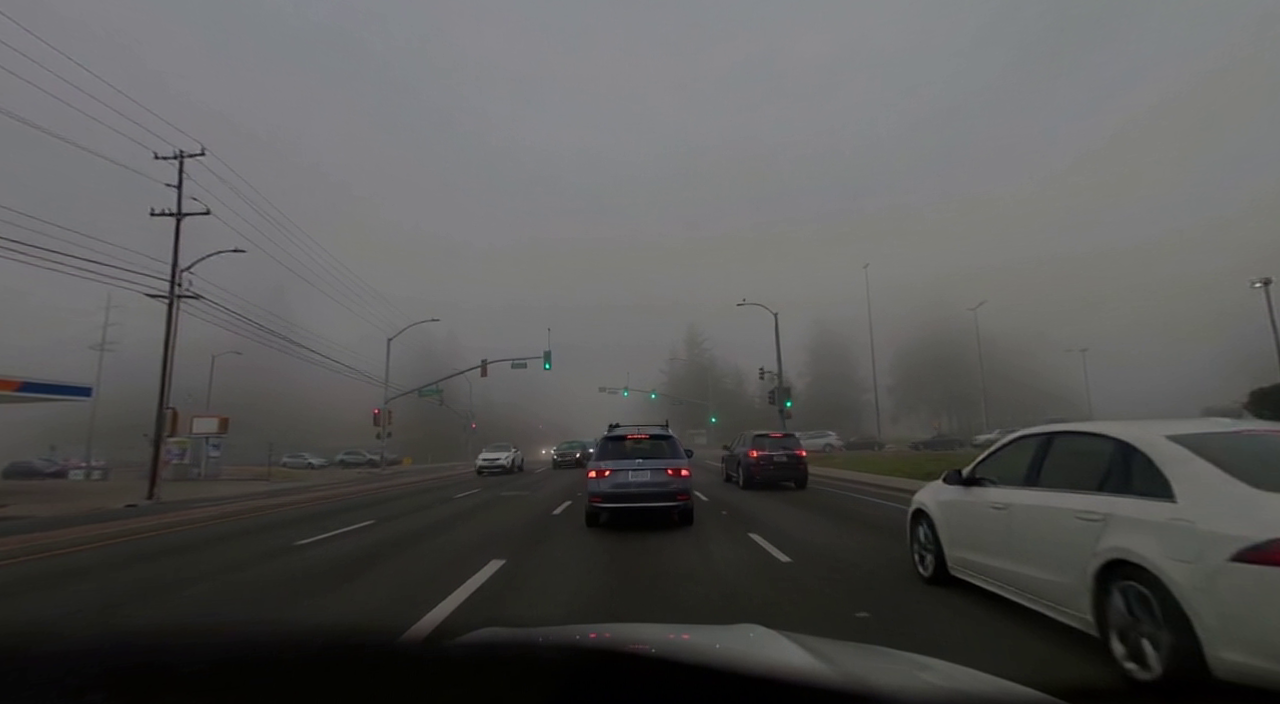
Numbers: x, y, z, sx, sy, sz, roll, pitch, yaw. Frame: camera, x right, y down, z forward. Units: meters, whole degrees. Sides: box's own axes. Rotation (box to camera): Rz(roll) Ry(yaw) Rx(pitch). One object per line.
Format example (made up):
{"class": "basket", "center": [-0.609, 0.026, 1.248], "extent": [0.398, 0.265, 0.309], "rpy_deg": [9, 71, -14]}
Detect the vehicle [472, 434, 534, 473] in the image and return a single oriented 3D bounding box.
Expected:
{"class": "vehicle", "center": [-6.400, 4.802, 30.124], "extent": [1.994, 1.695, 4.471], "rpy_deg": [0, -8, -1]}

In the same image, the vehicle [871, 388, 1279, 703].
{"class": "vehicle", "center": [3.346, 1.146, 4.226], "extent": [1.904, 1.472, 4.358], "rpy_deg": [0, -8, -1]}

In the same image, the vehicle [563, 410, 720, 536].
{"class": "vehicle", "center": [-0.039, 1.960, 10.742], "extent": [2.164, 1.718, 3.881], "rpy_deg": [0, -8, -2]}

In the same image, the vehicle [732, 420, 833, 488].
{"class": "vehicle", "center": [4.177, 3.110, 19.489], "extent": [2.116, 1.791, 5.006], "rpy_deg": [-1, -8, 2]}

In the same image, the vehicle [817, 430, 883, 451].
{"class": "vehicle", "center": [16.526, 7.025, 49.945], "extent": [4.715, 1.582, 1.884], "rpy_deg": [-2, -9, 11]}
